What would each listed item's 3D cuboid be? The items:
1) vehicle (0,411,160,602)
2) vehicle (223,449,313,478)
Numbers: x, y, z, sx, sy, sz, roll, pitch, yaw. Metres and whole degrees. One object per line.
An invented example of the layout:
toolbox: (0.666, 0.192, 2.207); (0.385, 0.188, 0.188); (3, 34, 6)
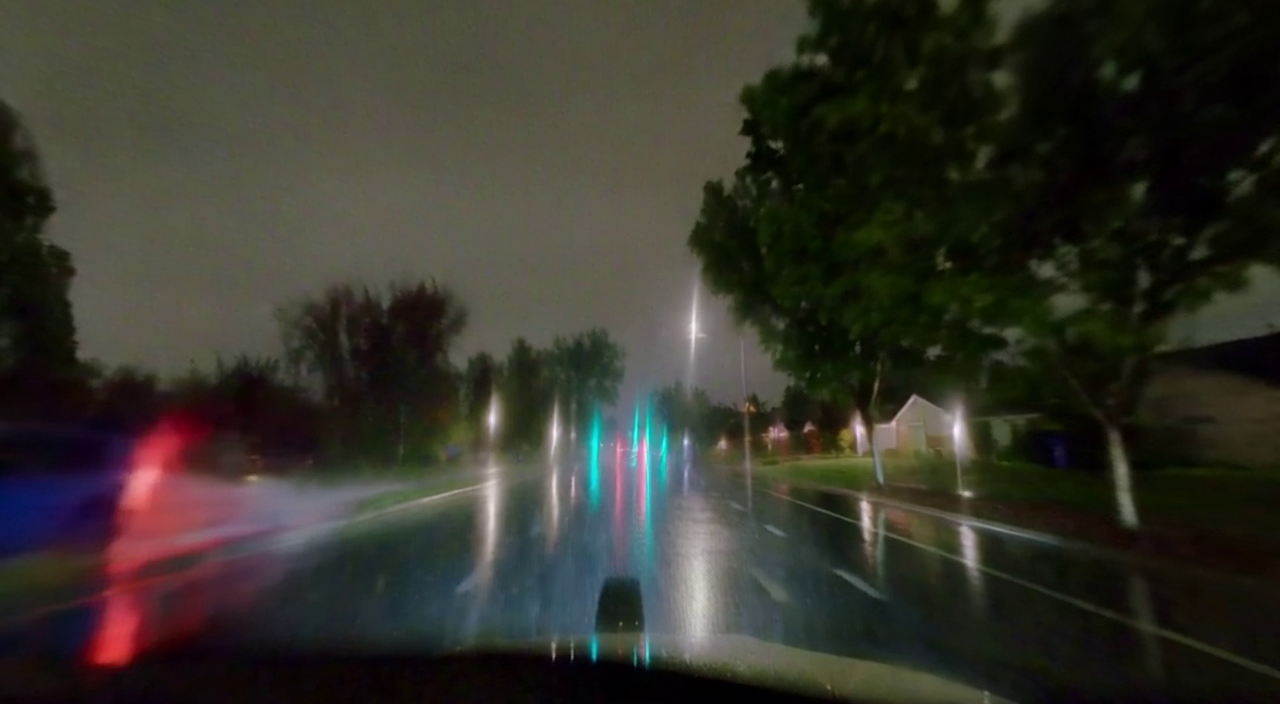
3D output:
vehicle: (-7.128, 1.424, 5.687); (2.165, 1.785, 4.222); (0, -8, 0)
vehicle: (-24.450, 7.318, 41.430); (4.605, 1.682, 2.105); (-2, -8, 2)
